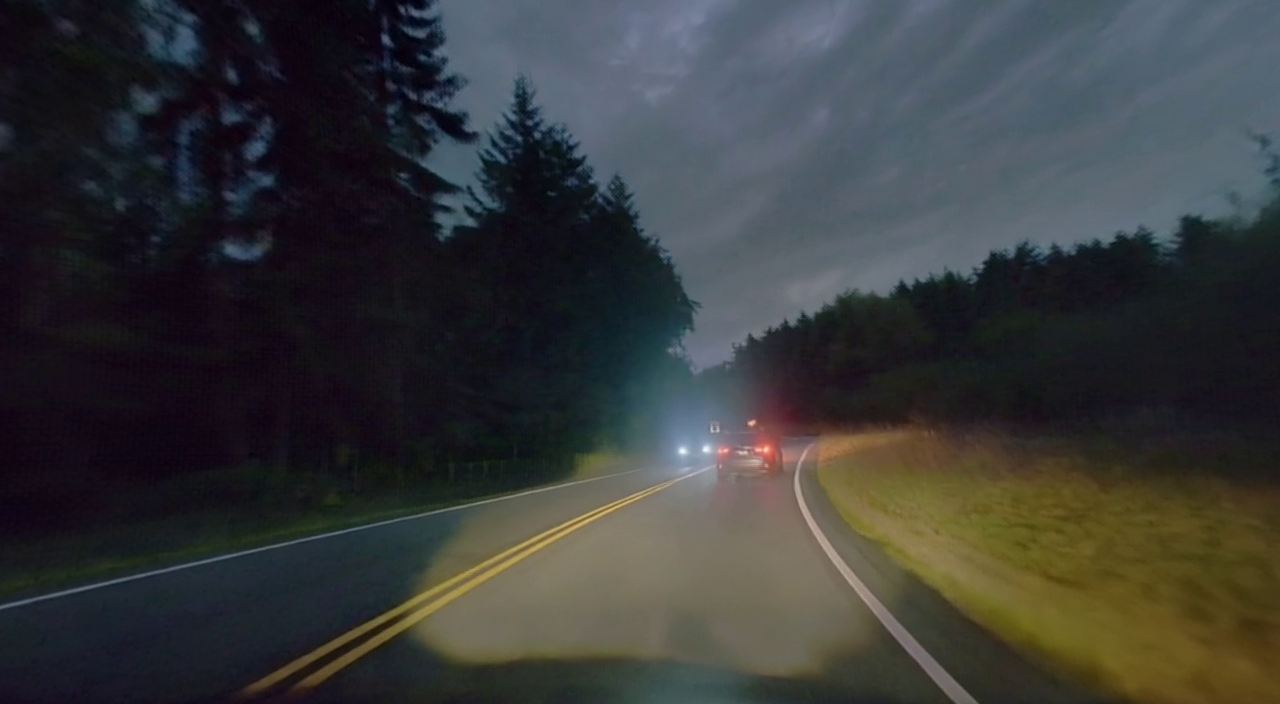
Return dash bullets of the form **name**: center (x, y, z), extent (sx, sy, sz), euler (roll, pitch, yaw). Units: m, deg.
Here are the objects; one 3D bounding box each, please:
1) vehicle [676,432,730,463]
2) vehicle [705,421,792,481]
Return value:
- **vehicle**: center (3.540, 5.220, 34.607), extent (2.143, 1.586, 4.238), euler (-3, -9, 16)
- **vehicle**: center (3.389, 2.985, 19.185), extent (2.274, 1.583, 4.349), euler (-2, -9, 12)
